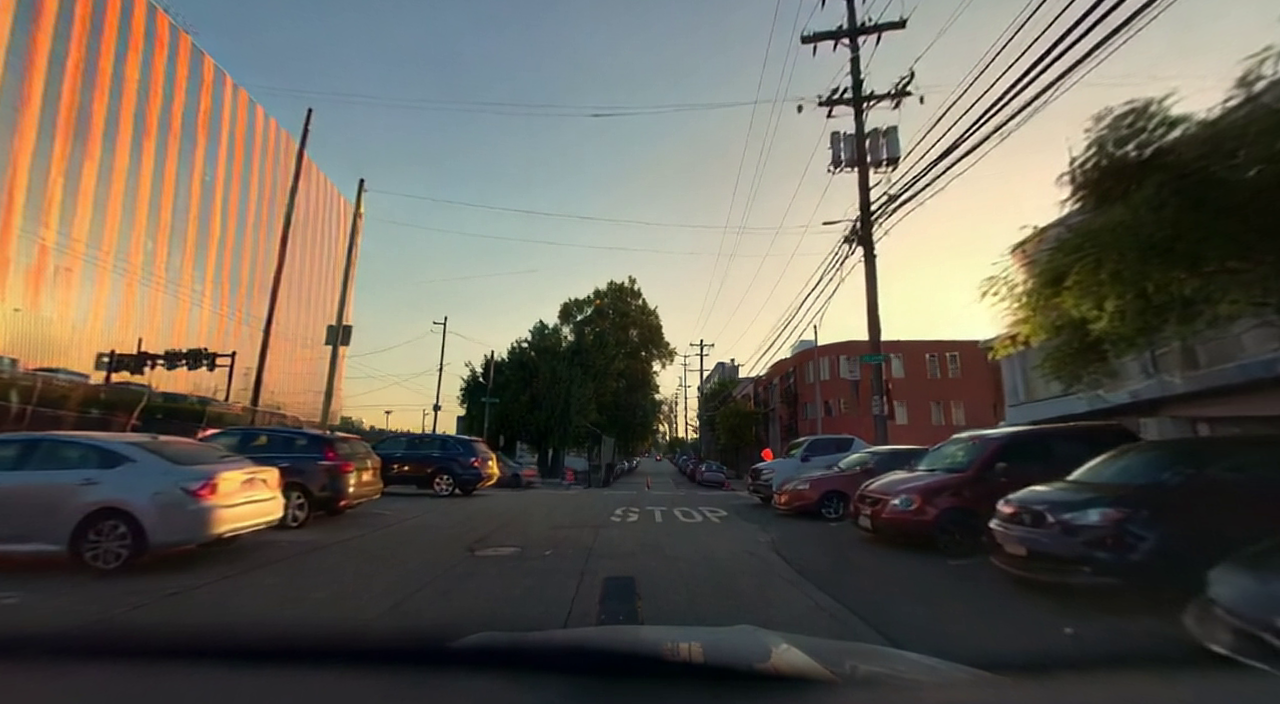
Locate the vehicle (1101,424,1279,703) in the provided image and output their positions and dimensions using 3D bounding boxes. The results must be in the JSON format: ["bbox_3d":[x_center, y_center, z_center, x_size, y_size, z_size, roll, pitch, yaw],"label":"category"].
[{"bbox_3d":[4.672,0.999,2.362,4.318,1.459,1.971,0,-8,0],"label":"vehicle"}]

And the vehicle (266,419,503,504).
[{"bbox_3d":[-6.294,2.762,16.071,5.025,1.648,2.055,4,-9,0],"label":"vehicle"}]

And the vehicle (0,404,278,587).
[{"bbox_3d":[-6.683,1.507,7.033,4.082,1.723,1.896,0,-8,0],"label":"vehicle"}]

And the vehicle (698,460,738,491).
[{"bbox_3d":[5.081,8.100,41.754,2.007,1.804,4.136,0,-8,-2],"label":"vehicle"}]
